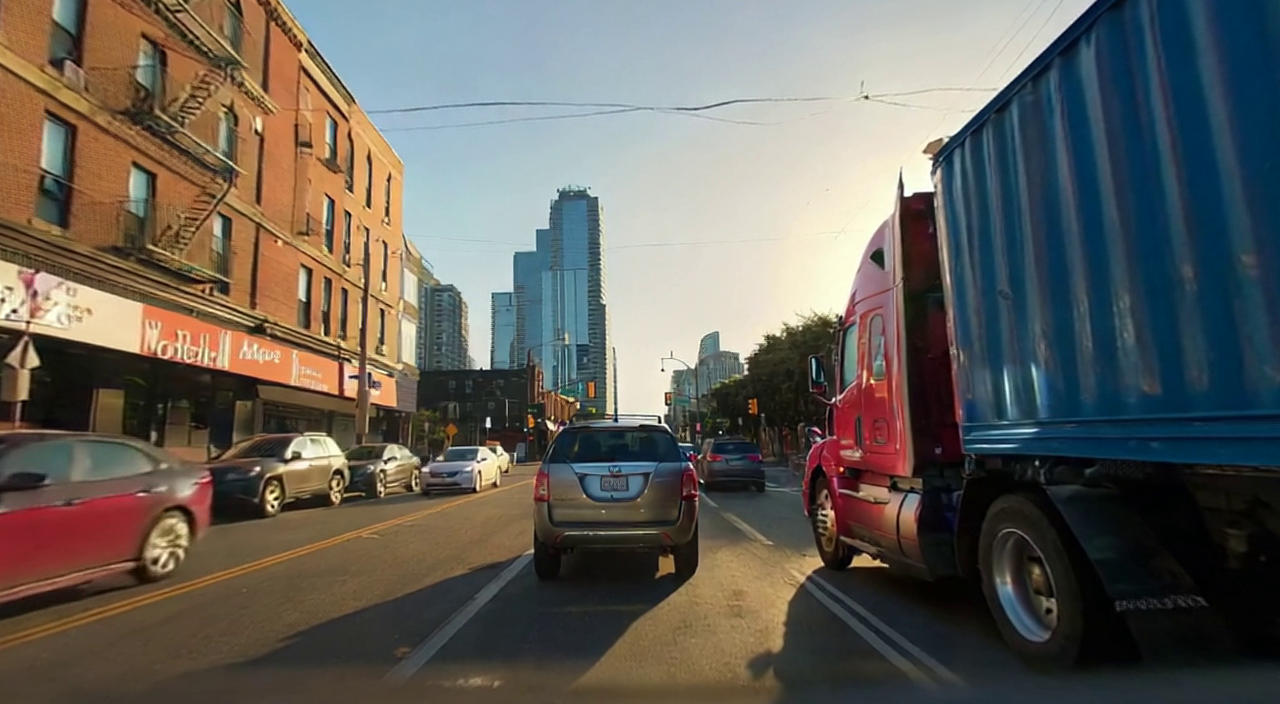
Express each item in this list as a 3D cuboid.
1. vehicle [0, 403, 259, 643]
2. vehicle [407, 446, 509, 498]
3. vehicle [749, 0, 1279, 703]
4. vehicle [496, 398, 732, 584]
[{"bbox_3d":[-5.700,1.426,5.656,1.960,1.736,4.255,-1,-8,-1],"label":"vehicle"},{"bbox_3d":[-5.717,3.798,20.476,1.997,1.467,4.373,-1,-8,0],"label":"vehicle"},{"bbox_3d":[2.910,0.023,3.208,2.913,3.771,9.716,0,-8,0],"label":"vehicle"},{"bbox_3d":[-0.247,1.684,8.468,2.283,1.783,4.548,0,-8,0],"label":"vehicle"}]
